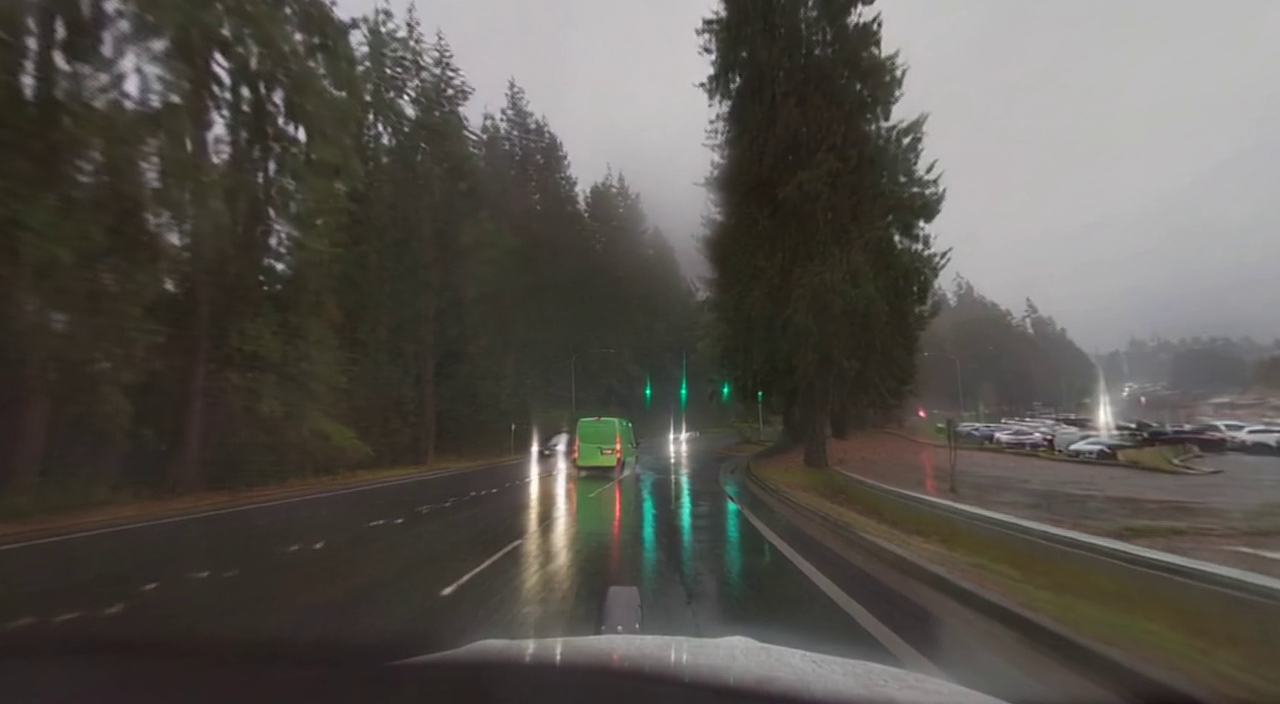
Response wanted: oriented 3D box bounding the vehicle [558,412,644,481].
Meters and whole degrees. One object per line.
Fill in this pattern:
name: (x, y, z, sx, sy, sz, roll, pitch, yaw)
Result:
vehicle: (-1.244, 3.411, 22.762, 2.362, 2.185, 5.212, -1, -8, 5)
